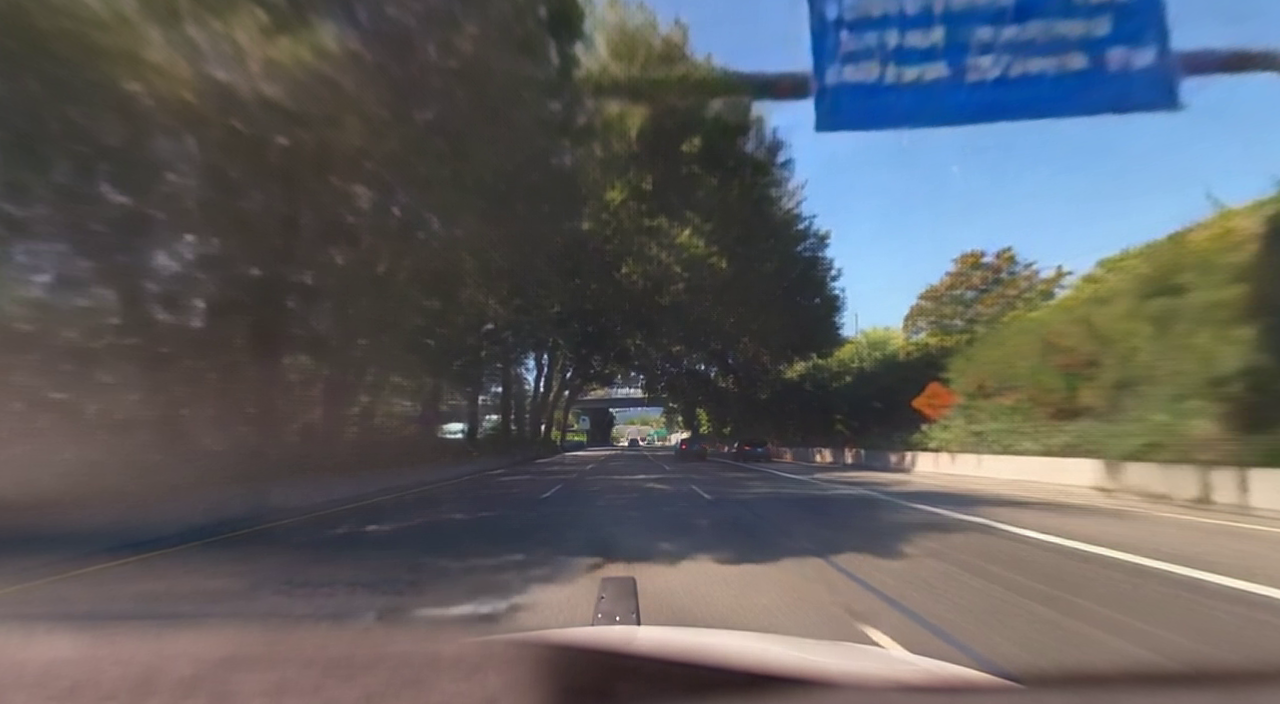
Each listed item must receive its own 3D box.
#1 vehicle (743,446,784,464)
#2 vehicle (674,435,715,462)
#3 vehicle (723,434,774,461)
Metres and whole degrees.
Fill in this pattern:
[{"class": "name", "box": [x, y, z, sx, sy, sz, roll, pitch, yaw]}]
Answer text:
[{"class": "vehicle", "box": [6.685, 5.621, 34.426, 1.535, 0.862, 2.814, 0, -8, -3]}, {"class": "vehicle", "box": [3.057, 5.473, 36.057, 1.819, 1.468, 3.770, 0, -8, -3]}, {"class": "vehicle", "box": [6.515, 5.764, 38.330, 2.003, 1.522, 4.940, 0, -8, -2]}]
